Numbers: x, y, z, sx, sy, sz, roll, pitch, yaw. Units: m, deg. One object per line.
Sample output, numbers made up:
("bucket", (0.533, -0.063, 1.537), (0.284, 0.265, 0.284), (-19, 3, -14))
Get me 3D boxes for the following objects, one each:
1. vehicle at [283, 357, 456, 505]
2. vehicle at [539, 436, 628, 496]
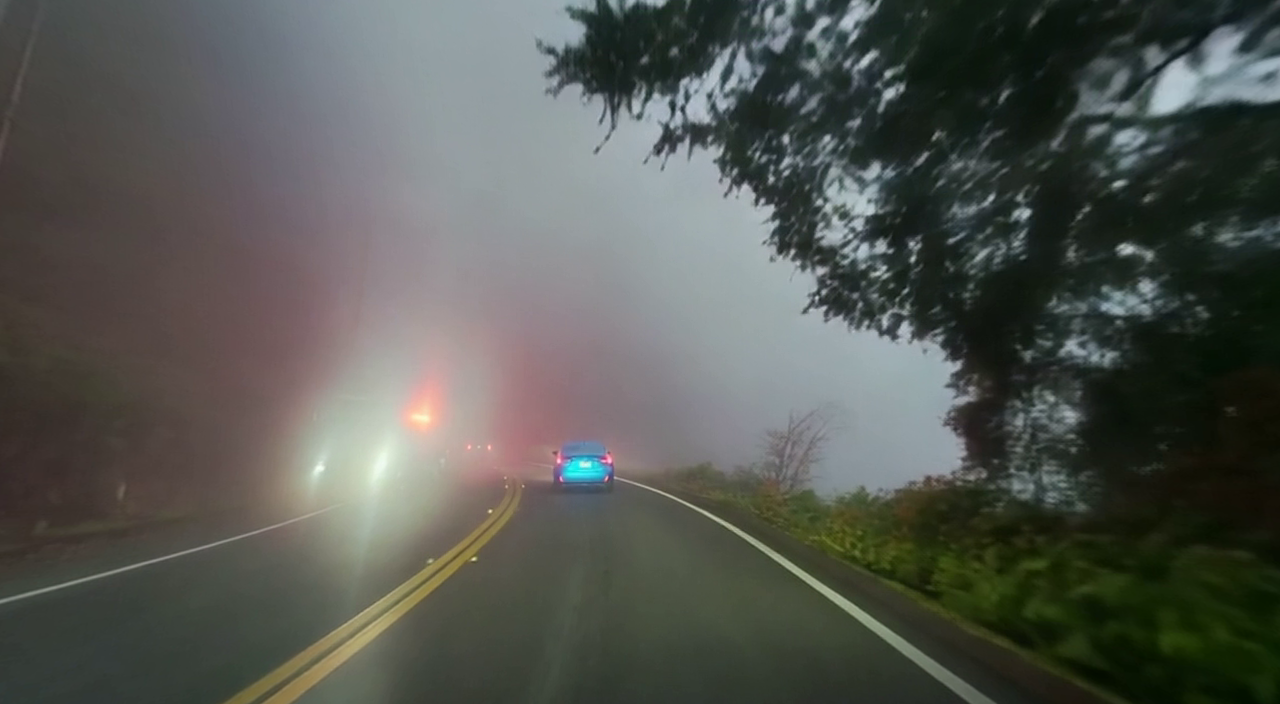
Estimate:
("vehicle", (-6.559, 2.052, 16.147), (2.364, 3.191, 4.942), (0, -8, -3))
("vehicle", (-1.748, 3.193, 18.070), (2.259, 1.503, 4.075), (1, -8, -9))
